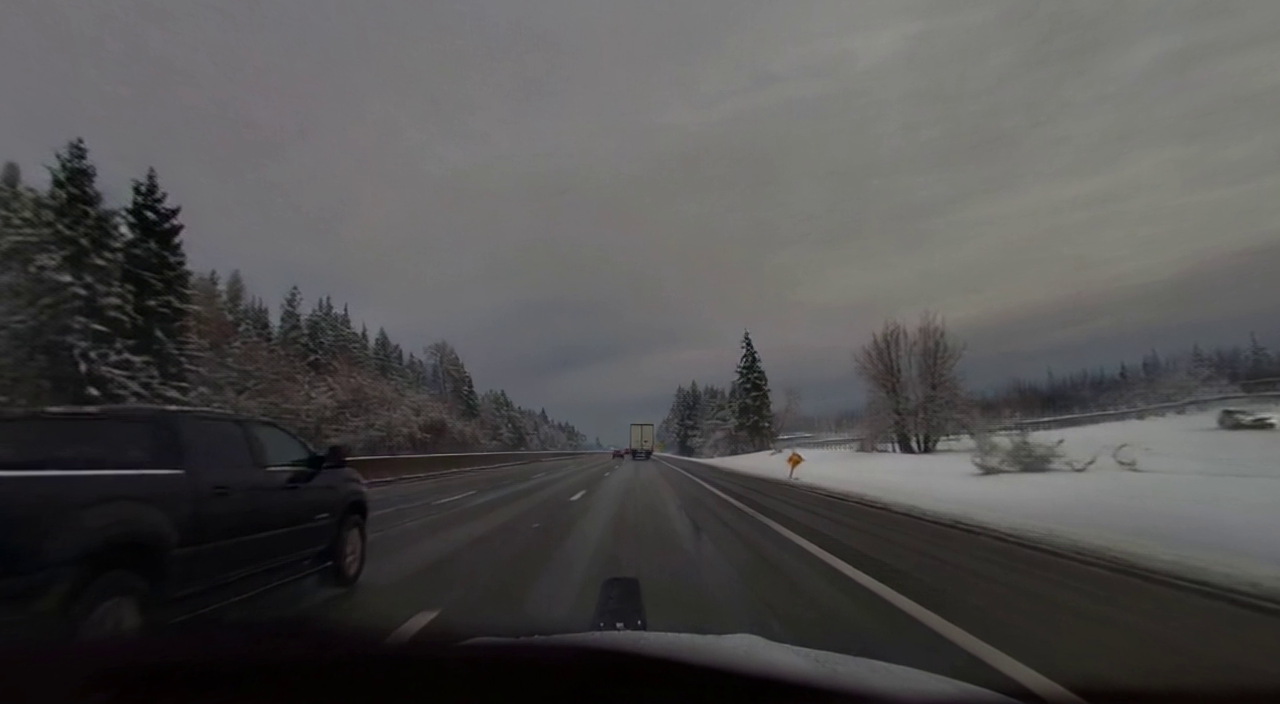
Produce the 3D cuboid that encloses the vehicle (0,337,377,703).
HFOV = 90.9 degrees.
[{"bbox_3d":[-3.337,0.933,3.166,2.017,1.680,4.636,0,-9,0],"label":"vehicle"}]
